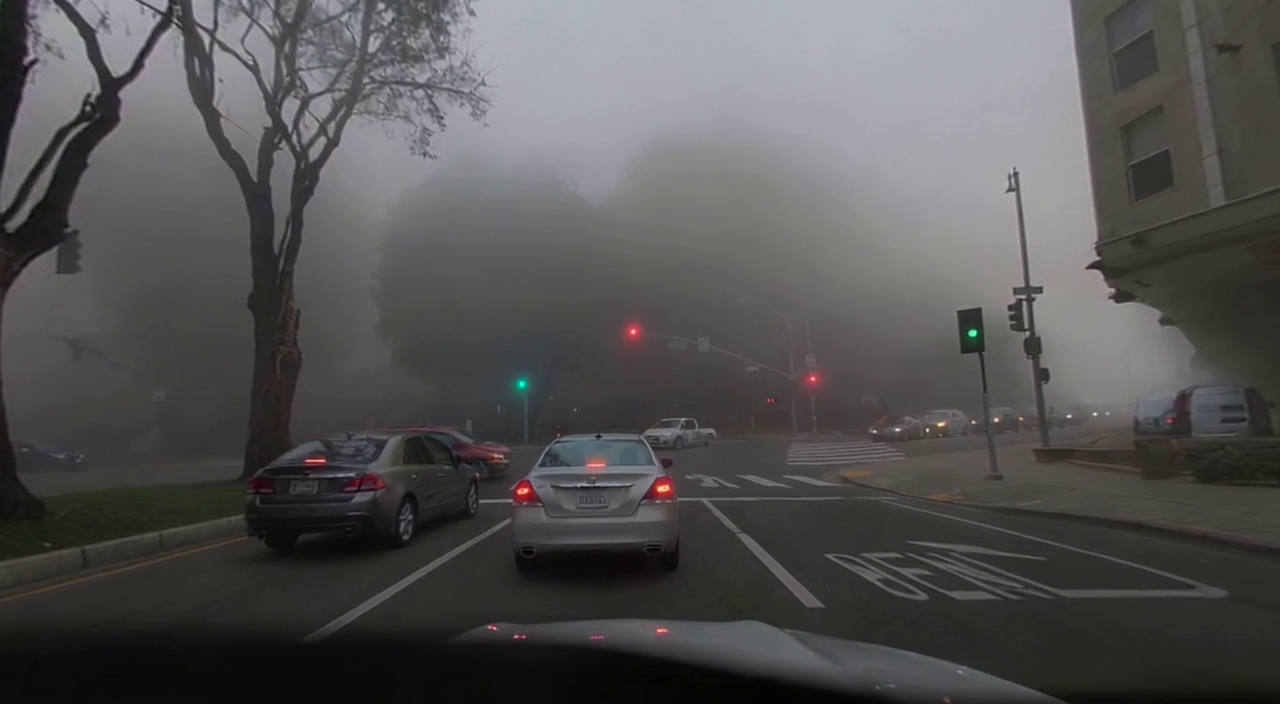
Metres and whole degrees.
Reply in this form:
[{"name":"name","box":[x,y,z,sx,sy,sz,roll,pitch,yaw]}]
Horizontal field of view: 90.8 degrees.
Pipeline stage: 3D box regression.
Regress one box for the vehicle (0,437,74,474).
[{"name":"vehicle","box":[-32.413,5.337,32.618,4.280,1.857,2.136,0,-8,1]}]

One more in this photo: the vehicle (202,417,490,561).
[{"name":"vehicle","box":[-3.697,1.806,9.063,1.934,1.522,4.464,0,-8,1]}]

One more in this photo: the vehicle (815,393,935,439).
[{"name":"vehicle","box":[13.773,3.829,37.040,6.541,2.480,2.259,3,-9,-19]}]

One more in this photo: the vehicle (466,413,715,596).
[{"name":"vehicle","box":[-0.429,1.570,7.326,2.082,1.520,3.896,0,-8,-1]}]

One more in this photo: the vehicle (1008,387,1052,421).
[{"name":"vehicle","box":[27.028,3.653,43.670,2.152,1.993,5.078,-6,-10,34]}]

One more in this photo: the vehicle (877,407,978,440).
[{"name":"vehicle","box":[15.113,3.787,33.168,4.775,1.604,1.915,3,-9,-20]}]

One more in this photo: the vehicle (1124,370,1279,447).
[{"name":"vehicle","box":[21.704,2.166,23.526,5.756,2.653,2.403,1,-8,-11]}]

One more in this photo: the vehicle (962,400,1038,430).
[{"name":"vehicle","box":[21.147,3.738,37.056,5.017,1.542,2.055,7,-11,-38]}]
